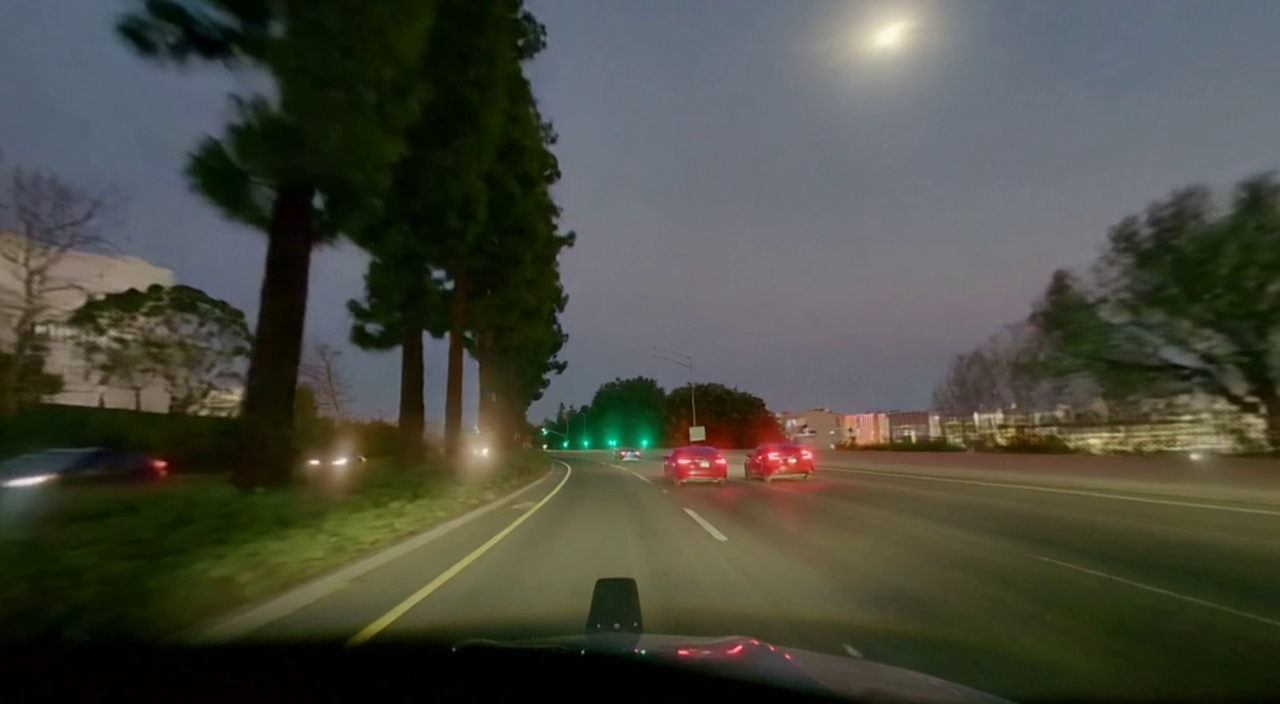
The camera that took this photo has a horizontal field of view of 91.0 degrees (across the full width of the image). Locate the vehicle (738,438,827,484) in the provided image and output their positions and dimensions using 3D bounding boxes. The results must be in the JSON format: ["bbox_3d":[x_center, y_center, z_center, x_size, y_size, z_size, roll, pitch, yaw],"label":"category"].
[{"bbox_3d":[5.037,3.921,22.958,1.901,1.474,4.363,0,-8,-5],"label":"vehicle"}]

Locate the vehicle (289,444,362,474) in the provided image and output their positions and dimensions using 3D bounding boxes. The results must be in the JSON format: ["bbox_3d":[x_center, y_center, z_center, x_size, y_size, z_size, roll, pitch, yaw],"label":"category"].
[{"bbox_3d":[-16.608,5.643,33.513,1.891,1.475,4.659,0,-8,-5],"label":"vehicle"}]

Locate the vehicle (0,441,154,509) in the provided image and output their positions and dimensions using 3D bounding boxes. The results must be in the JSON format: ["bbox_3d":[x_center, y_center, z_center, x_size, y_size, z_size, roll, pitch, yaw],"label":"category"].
[{"bbox_3d":[-15.107,3.019,16.018,1.926,1.483,4.651,0,-8,-3],"label":"vehicle"}]

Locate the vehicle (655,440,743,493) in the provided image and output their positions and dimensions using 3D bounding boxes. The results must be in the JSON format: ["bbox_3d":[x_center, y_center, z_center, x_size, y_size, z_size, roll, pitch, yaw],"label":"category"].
[{"bbox_3d":[1.726,3.572,20.082,2.077,1.464,4.134,0,-8,-5],"label":"vehicle"}]
